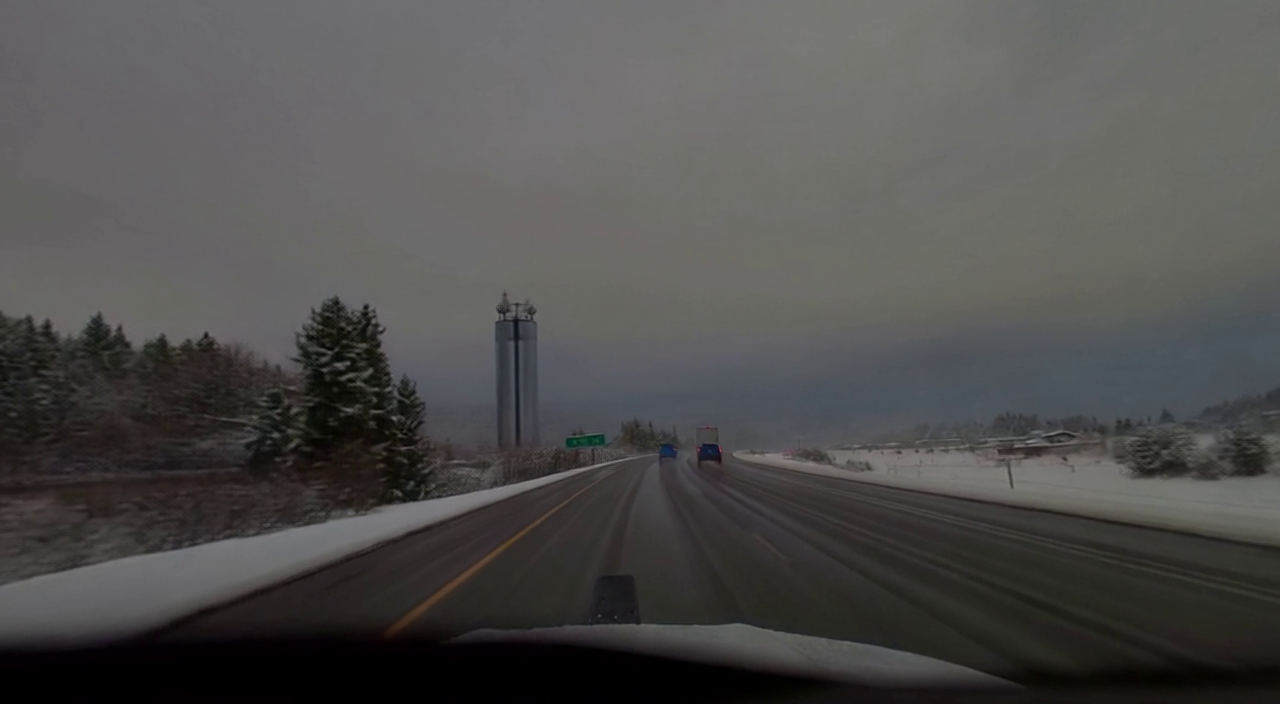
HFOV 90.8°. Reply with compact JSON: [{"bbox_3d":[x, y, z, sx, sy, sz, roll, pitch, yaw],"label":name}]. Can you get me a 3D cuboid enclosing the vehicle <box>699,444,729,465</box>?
[{"bbox_3d":[5.748,7.986,49.252,2.030,1.526,4.165,0,-8,3],"label":"vehicle"}]
